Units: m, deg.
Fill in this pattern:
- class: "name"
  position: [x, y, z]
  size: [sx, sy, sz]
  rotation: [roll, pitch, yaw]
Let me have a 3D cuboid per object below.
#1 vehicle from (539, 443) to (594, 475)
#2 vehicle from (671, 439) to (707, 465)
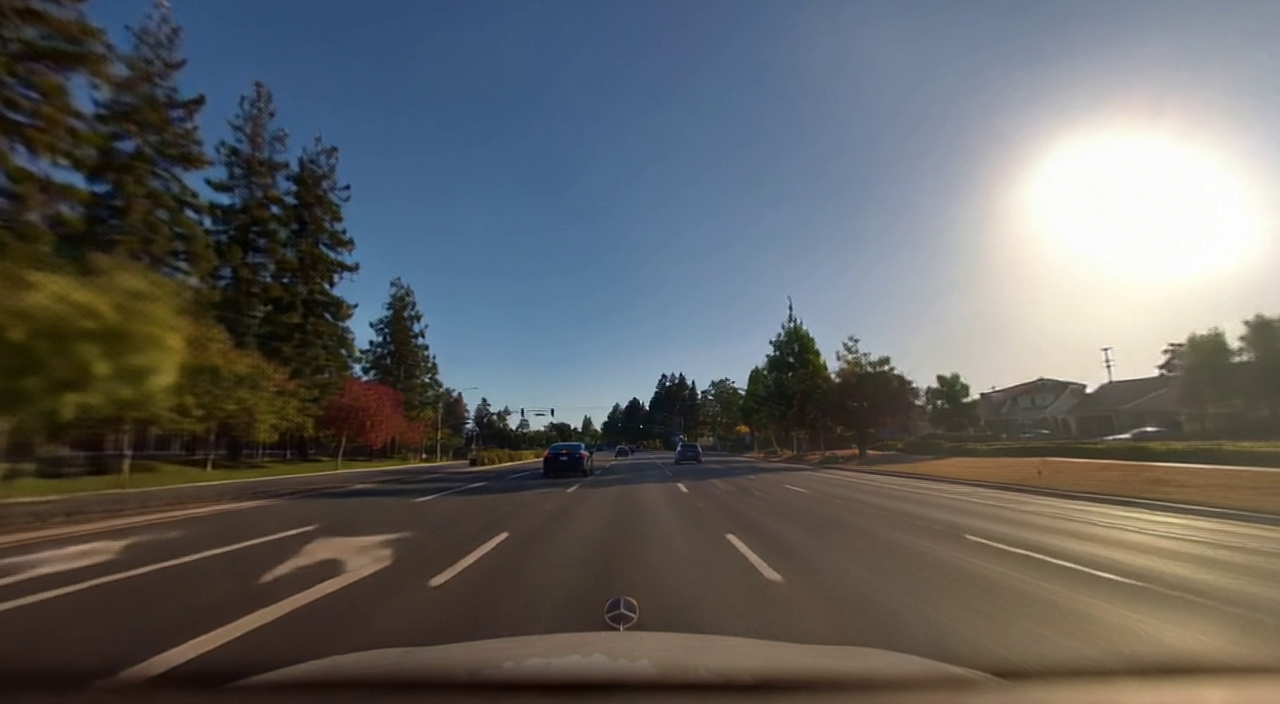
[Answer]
- class: "vehicle"
  position: [-3.539, 5.208, 31.029]
  size: [2.112, 1.471, 4.212]
  rotation: [0, -8, 1]
- class: "vehicle"
  position: [3.313, 6.848, 43.539]
  size: [2.072, 1.696, 4.177]
  rotation: [0, -8, -1]
